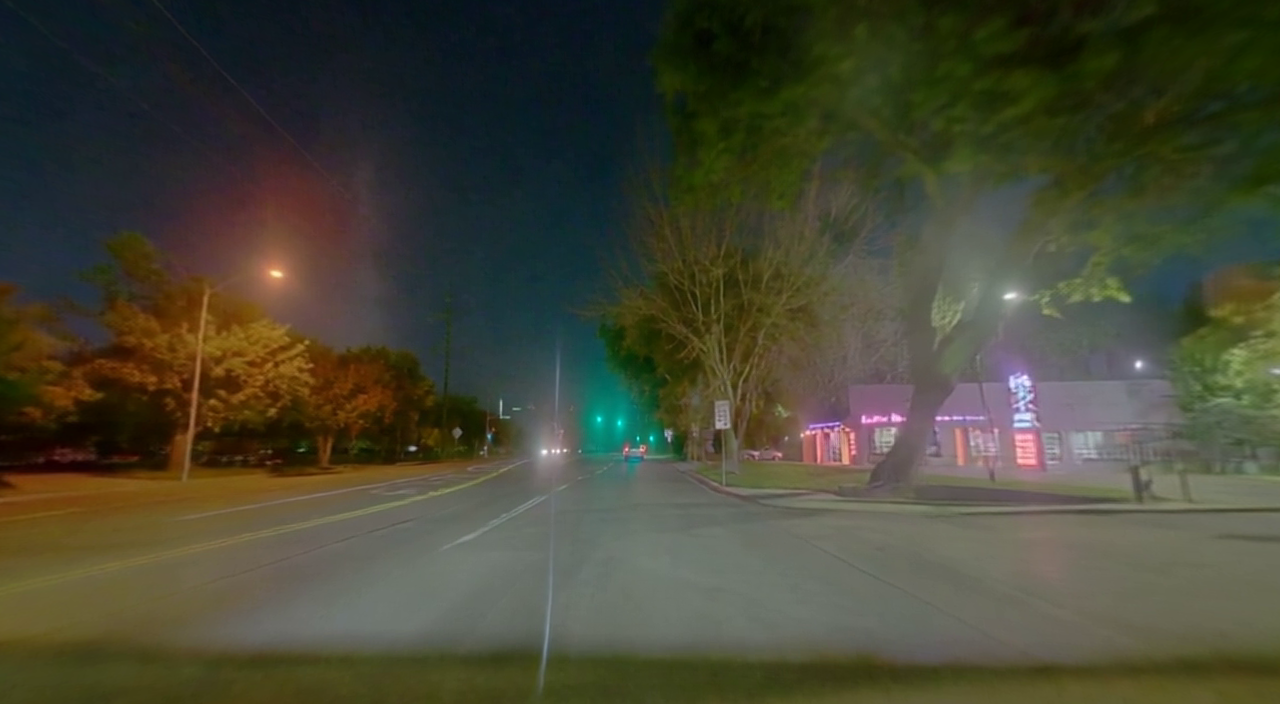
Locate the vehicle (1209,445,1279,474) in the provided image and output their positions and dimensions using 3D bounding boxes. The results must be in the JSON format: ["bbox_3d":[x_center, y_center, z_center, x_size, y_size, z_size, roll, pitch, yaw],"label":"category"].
[{"bbox_3d":[33.282,5.776,34.021,4.411,1.457,2.013,4,-9,-24],"label":"vehicle"}]

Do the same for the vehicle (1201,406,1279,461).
[{"bbox_3d":[47.497,6.168,47.009,8.056,3.948,3.075,1,-10,-2],"label":"vehicle"}]
